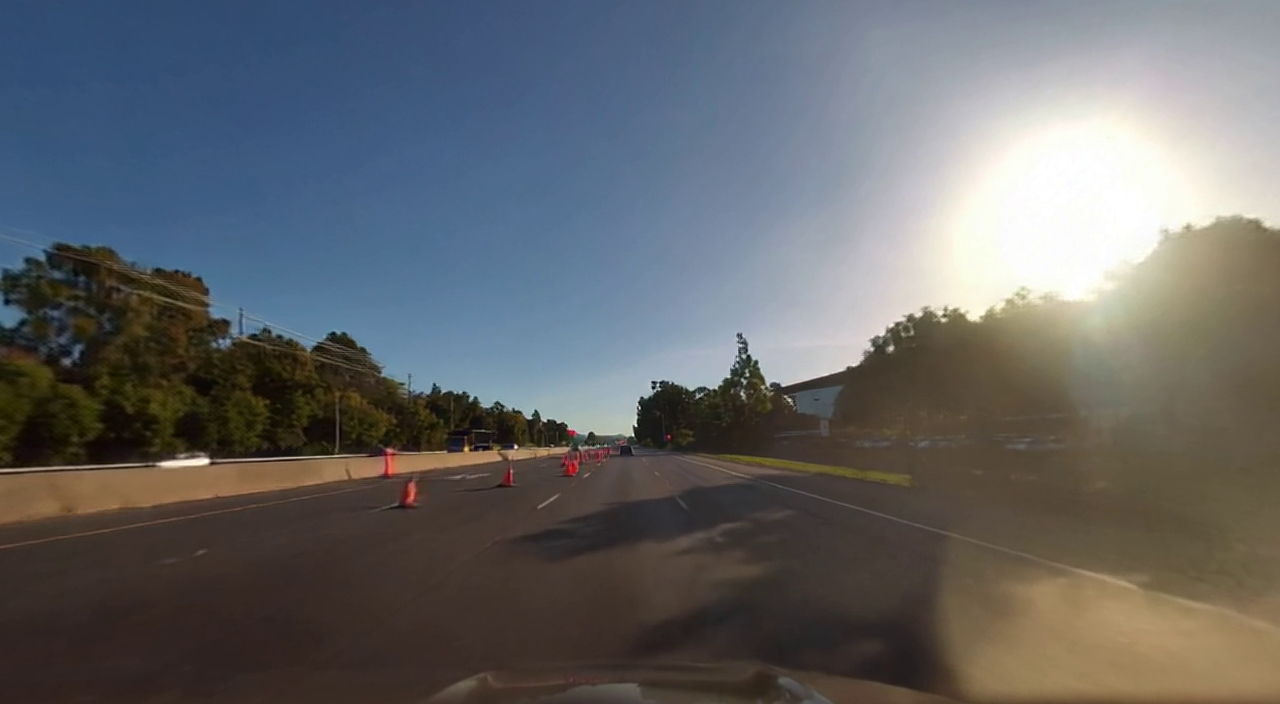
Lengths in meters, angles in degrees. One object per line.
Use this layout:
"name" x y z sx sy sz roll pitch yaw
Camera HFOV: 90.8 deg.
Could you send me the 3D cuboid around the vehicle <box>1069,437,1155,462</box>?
"vehicle" 30.345 6.269 40.682 4.050 1.484 1.837 -1 -9 0
